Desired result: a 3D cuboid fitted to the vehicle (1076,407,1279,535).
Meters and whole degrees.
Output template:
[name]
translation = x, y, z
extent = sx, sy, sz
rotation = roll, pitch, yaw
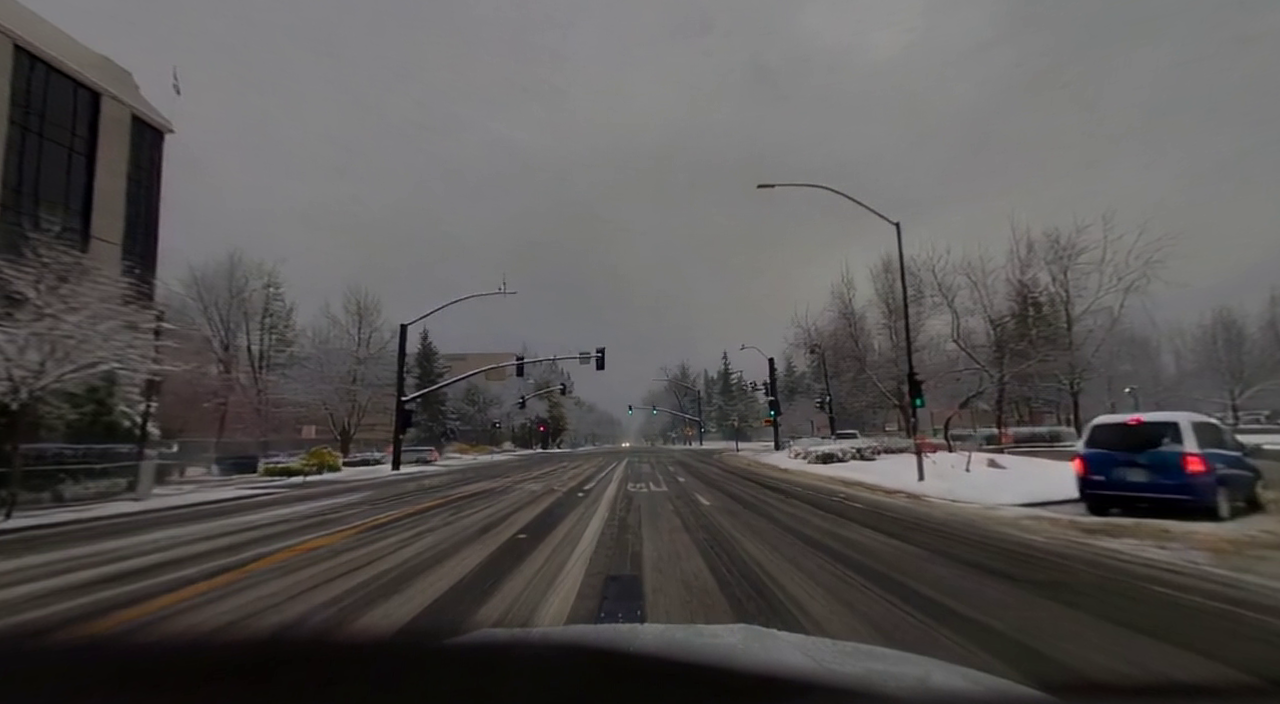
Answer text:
[vehicle]
translation = 10.191, 2.021, 11.163
extent = 4.635, 1.821, 2.087
rotation = 5, -10, -30
